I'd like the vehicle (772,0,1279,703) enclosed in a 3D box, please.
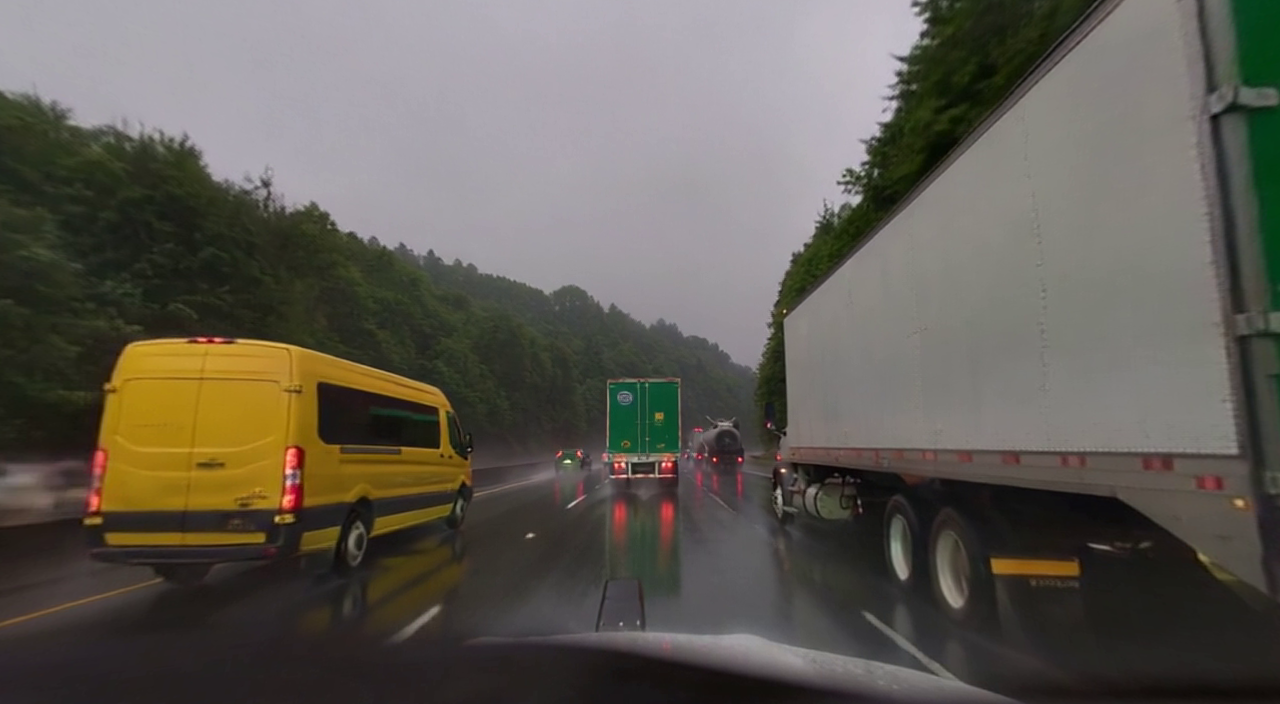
[{"bbox_3d":[4.393,0.326,7.329,3.139,4.152,11.915,0,-9,0],"label":"vehicle"}]

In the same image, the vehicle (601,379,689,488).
[{"bbox_3d":[0.098,3.296,24.661,2.773,3.455,9.118,0,-9,-1],"label":"vehicle"}]

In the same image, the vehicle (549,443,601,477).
[{"bbox_3d":[-3.390,5.766,33.923,2.134,1.652,4.439,0,-9,2],"label":"vehicle"}]

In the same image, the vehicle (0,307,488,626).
[{"bbox_3d":[-4.110,1.365,8.288,2.525,2.572,6.260,0,-9,1],"label":"vehicle"}]

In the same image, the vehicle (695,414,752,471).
[{"bbox_3d":[5.688,6.493,44.967,2.706,3.500,11.483,0,-9,1],"label":"vehicle"}]
